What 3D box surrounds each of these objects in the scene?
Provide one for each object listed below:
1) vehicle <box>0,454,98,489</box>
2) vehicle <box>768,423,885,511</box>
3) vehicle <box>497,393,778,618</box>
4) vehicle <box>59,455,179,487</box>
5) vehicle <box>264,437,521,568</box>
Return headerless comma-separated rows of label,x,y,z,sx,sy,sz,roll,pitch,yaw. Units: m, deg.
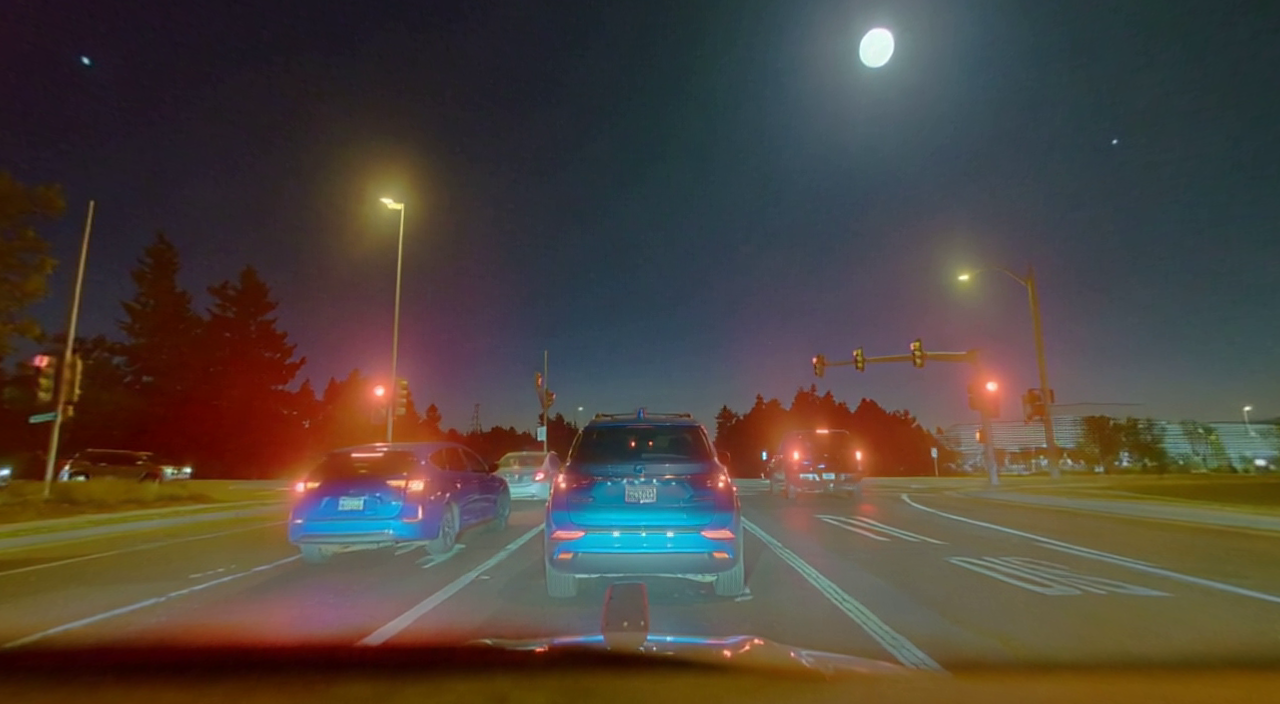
vehicle,-27.108,5.268,27.930,4.198,1.444,1.765,2,-9,-15
vehicle,4.808,3.008,16.929,2.084,2.053,4.073,-1,-8,4
vehicle,-0.028,1.524,7.183,2.203,1.757,4.286,0,-8,0
vehicle,-25.993,5.943,31.598,4.140,1.444,1.742,2,-9,-15
vehicle,-3.209,2.018,9.335,1.913,1.453,4.413,0,-8,2
